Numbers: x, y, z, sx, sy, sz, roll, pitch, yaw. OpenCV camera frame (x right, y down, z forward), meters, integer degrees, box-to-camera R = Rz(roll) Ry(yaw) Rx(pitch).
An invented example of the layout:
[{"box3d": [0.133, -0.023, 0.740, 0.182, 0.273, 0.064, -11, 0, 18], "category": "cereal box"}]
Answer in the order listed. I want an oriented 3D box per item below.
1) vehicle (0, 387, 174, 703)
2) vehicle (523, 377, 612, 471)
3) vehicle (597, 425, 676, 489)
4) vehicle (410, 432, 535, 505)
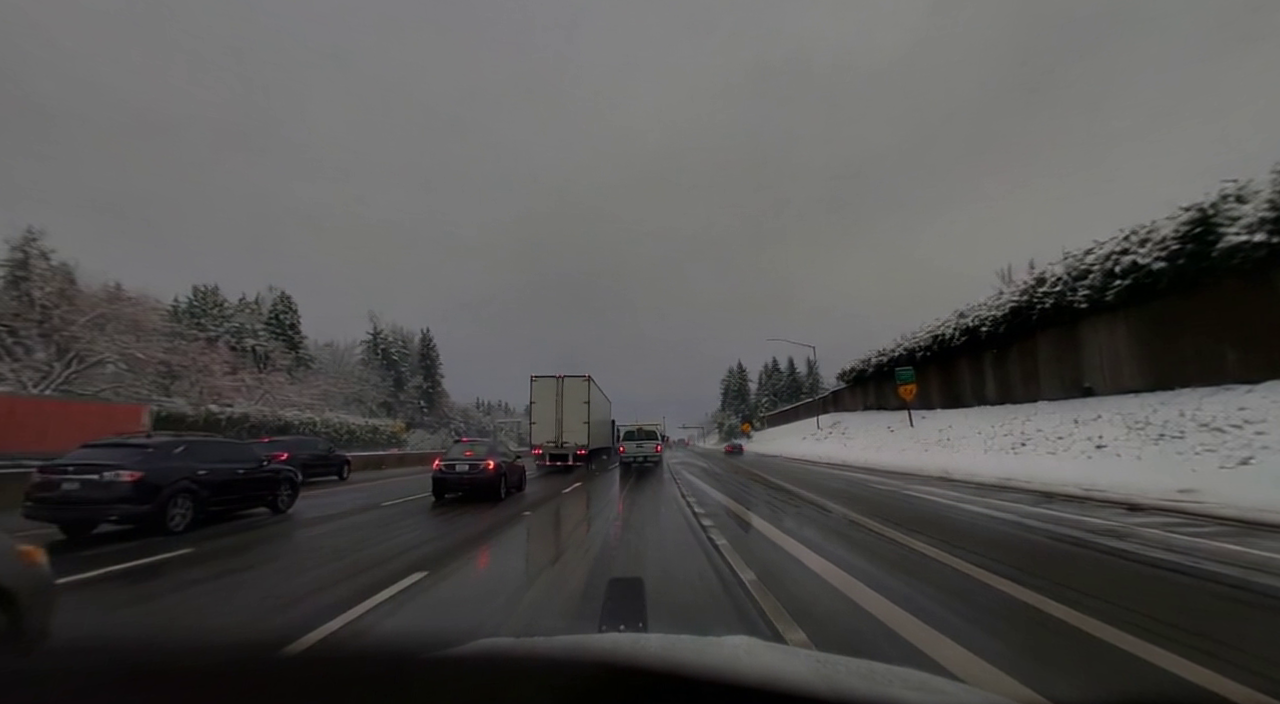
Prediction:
[{"box3d": [-3.759, 0.748, 1.394, 1.866, 1.568, 4.603, 0, -8, 1], "category": "vehicle"}, {"box3d": [-3.835, 4.818, 38.618, 3.348, 4.469, 16.443, -1, -10, 1], "category": "vehicle"}, {"box3d": [-0.100, 3.405, 20.716, 2.325, 1.864, 4.128, 0, -8, 0], "category": "vehicle"}, {"box3d": [-4.121, 2.936, 16.281, 2.124, 1.627, 3.863, 0, -8, 1], "category": "vehicle"}]
